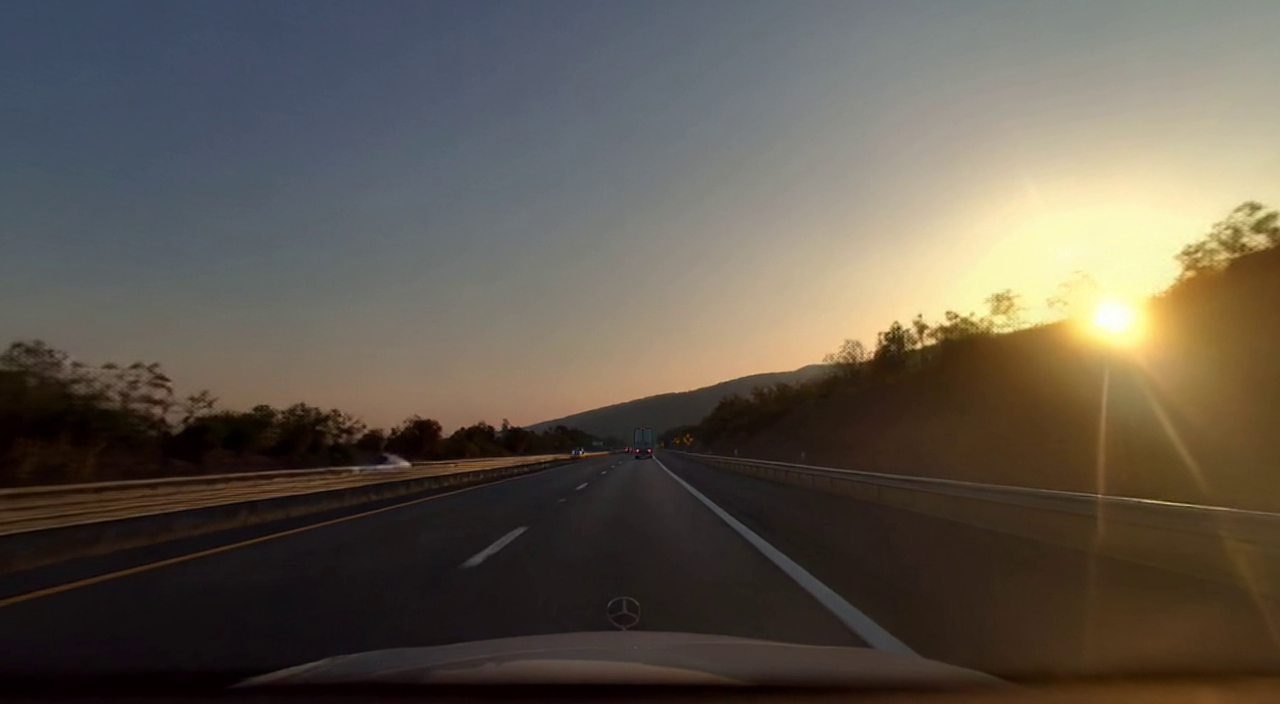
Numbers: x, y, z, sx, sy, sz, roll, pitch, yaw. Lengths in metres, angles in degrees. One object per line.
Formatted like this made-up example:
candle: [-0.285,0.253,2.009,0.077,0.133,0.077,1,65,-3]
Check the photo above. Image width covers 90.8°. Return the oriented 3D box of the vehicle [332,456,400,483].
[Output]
vehicle: [-16.763,7.193,38.843,2.016,1.475,4.678,0,-9,1]
